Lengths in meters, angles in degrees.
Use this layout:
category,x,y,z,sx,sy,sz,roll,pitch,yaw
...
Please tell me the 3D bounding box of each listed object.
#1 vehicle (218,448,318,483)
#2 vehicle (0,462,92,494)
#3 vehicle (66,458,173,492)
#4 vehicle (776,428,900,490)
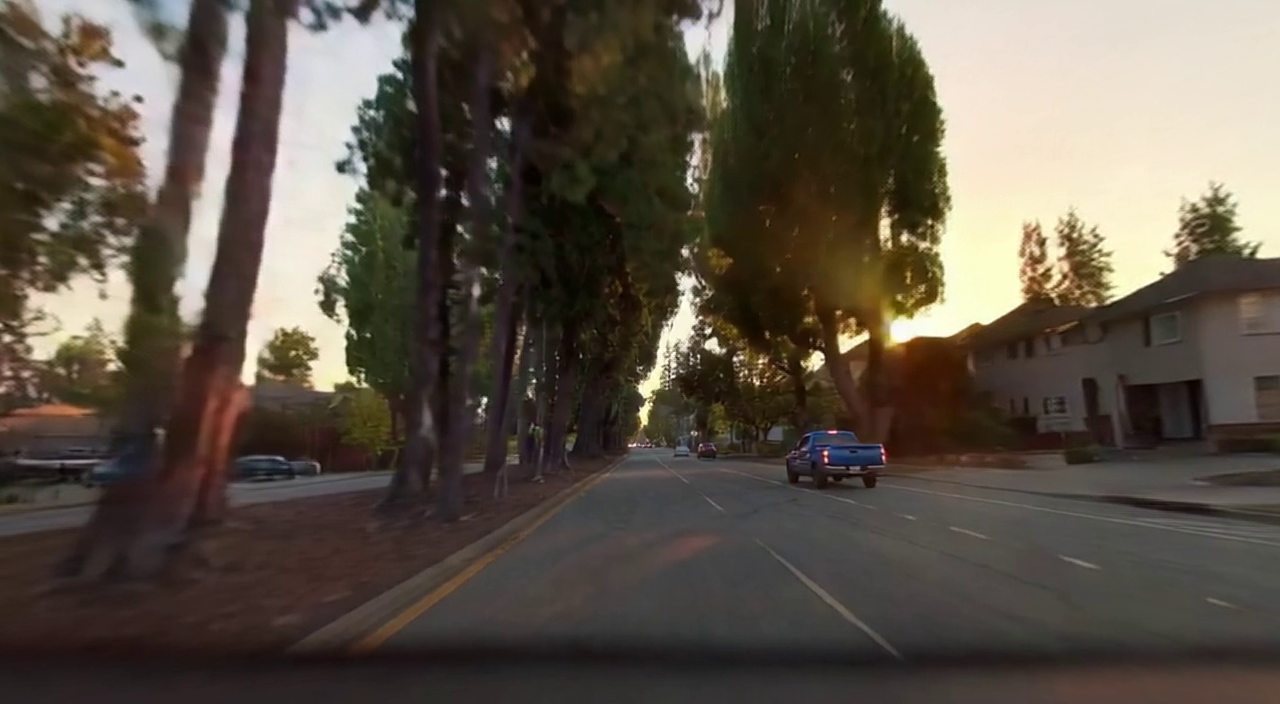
category,x,y,z,sx,sy,sz,roll,pitch,yaw
vehicle,-23.556,7.137,39.920,5.541,2.074,2.416,-4,-9,22
vehicle,-36.429,7.698,38.538,4.128,1.570,1.995,-4,-8,5
vehicle,-30.847,7.221,37.349,5.297,1.831,2.122,-3,-9,16
vehicle,6.326,3.509,21.039,2.262,1.769,5.666,0,-8,-1
